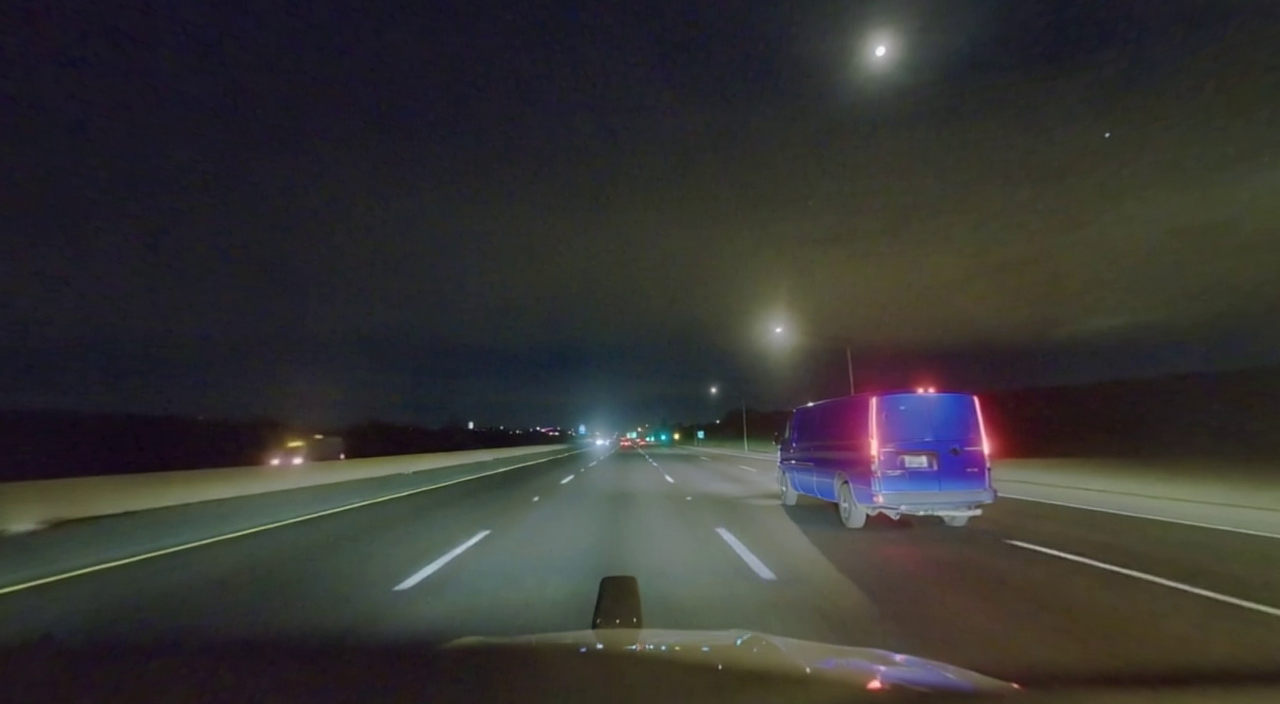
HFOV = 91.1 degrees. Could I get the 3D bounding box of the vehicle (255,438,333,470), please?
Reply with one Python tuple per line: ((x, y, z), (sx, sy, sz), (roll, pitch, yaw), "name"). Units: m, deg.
((-21.112, 6.229, 38.676), (2.002, 1.778, 5.078), (0, -8, -1), "vehicle")
